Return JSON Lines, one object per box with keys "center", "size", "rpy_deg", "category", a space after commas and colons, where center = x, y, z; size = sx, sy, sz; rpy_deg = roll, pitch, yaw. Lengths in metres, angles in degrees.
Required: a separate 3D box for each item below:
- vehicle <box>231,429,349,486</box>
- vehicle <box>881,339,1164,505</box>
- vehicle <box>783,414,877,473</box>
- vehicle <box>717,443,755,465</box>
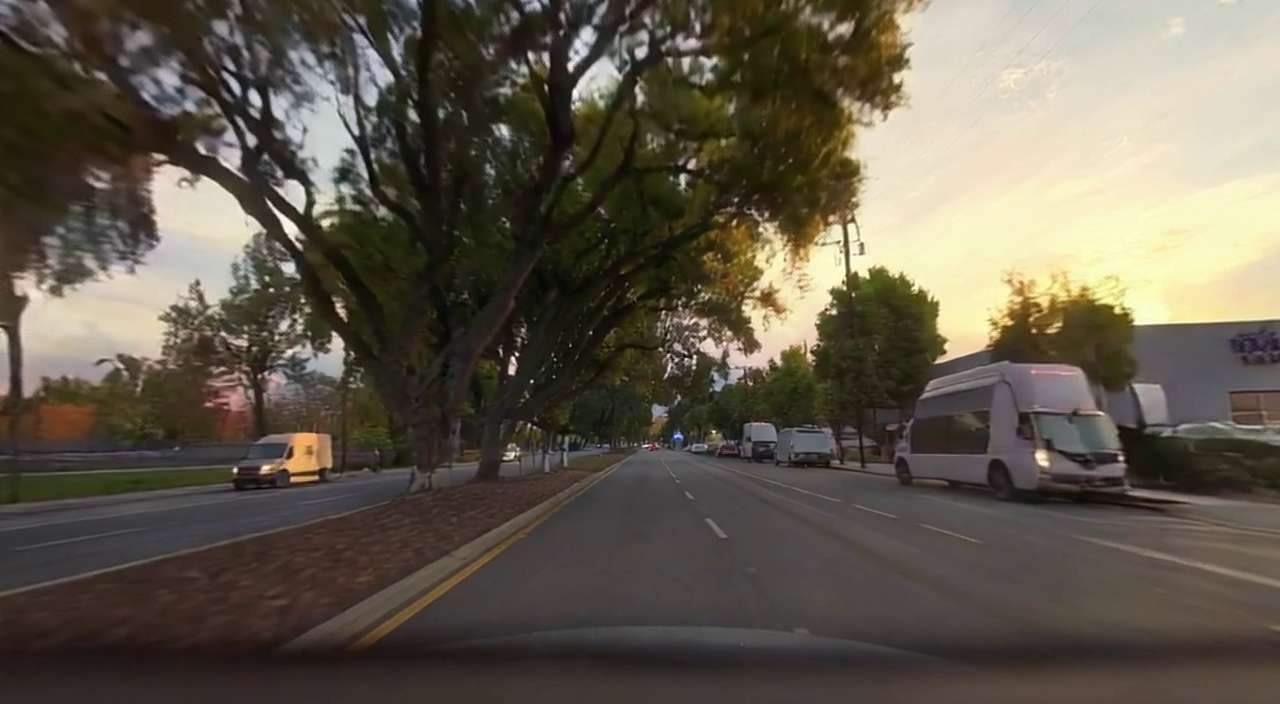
{"center": [-17.188, 5.197, 31.536], "size": [2.253, 2.554, 6.021], "rpy_deg": [0, -9, 1], "category": "vehicle"}
{"center": [10.336, 2.220, 18.817], "size": [2.879, 3.765, 8.904], "rpy_deg": [0, -8, 1], "category": "vehicle"}
{"center": [10.326, 5.115, 35.218], "size": [2.964, 2.927, 6.936], "rpy_deg": [0, -8, 0], "category": "vehicle"}
{"center": [6.658, 7.099, 44.246], "size": [1.972, 1.417, 4.239], "rpy_deg": [0, -8, 0], "category": "vehicle"}
